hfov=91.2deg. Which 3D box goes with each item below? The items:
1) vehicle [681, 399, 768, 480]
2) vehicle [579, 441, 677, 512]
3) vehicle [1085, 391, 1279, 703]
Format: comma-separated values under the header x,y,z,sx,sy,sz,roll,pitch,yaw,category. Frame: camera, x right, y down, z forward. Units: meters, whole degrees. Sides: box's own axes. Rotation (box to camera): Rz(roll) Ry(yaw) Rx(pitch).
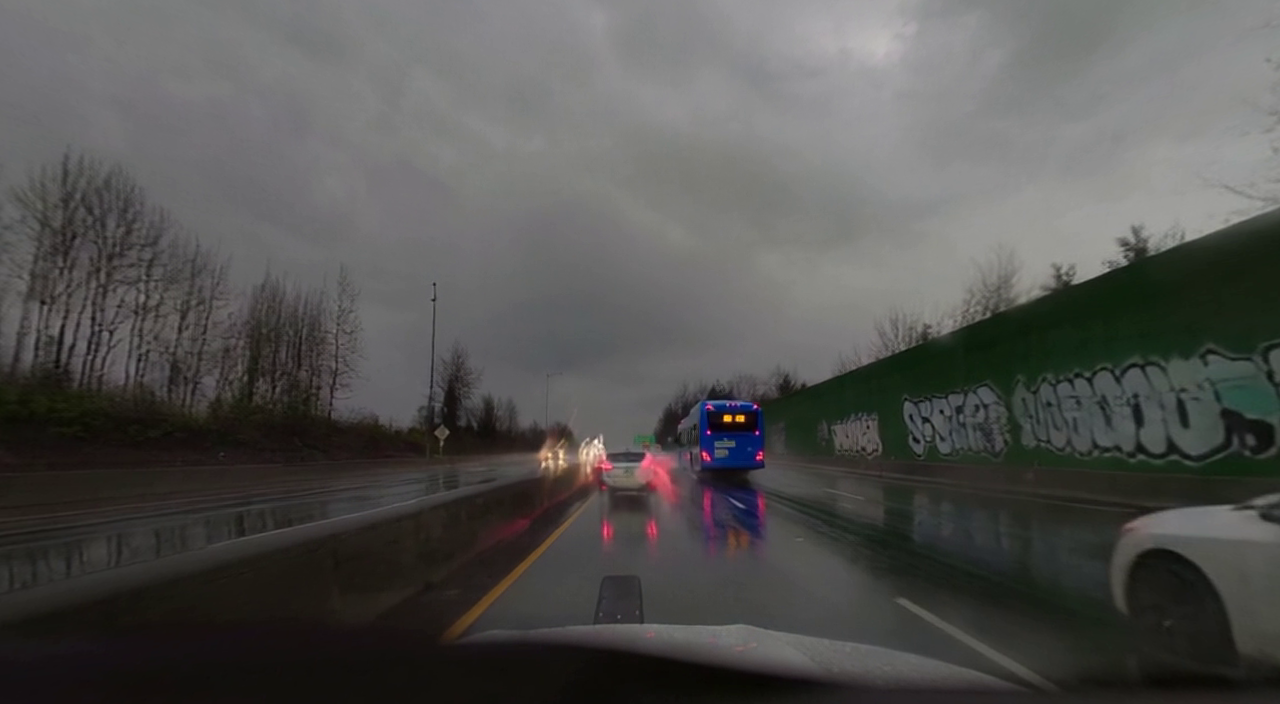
x,y,z,sx,sy,sz,roll,pitch,yaw,category
4.087,4.761,33.618,3.055,3.479,12.521,-1,-9,1,vehicle
-0.269,3.085,16.000,2.160,1.532,4.073,-1,-9,0,vehicle
3.960,0.814,2.117,1.995,1.507,3.915,-1,-9,0,vehicle
